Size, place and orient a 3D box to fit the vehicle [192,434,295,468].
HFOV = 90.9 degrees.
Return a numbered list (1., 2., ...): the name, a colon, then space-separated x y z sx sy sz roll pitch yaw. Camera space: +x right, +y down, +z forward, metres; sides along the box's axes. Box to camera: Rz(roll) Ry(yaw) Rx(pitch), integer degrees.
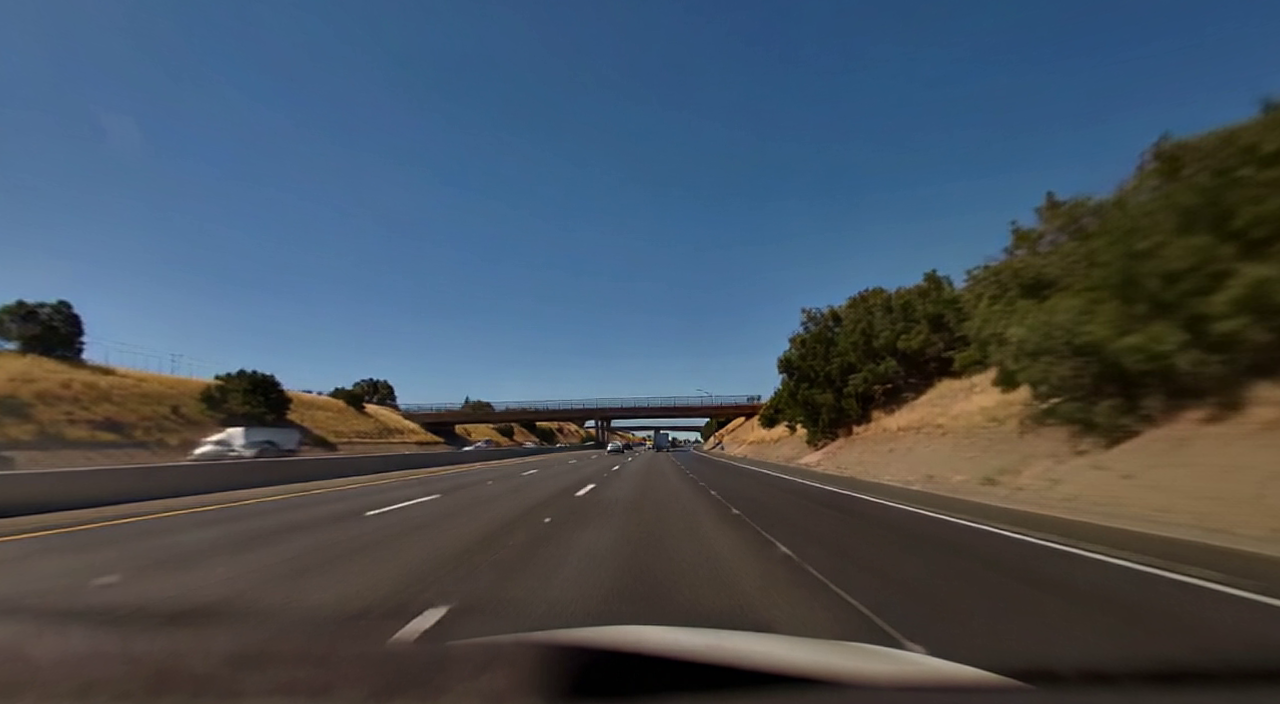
1. vehicle: -24.163 6.082 38.792 2.342 1.928 5.955 0 -9 1
